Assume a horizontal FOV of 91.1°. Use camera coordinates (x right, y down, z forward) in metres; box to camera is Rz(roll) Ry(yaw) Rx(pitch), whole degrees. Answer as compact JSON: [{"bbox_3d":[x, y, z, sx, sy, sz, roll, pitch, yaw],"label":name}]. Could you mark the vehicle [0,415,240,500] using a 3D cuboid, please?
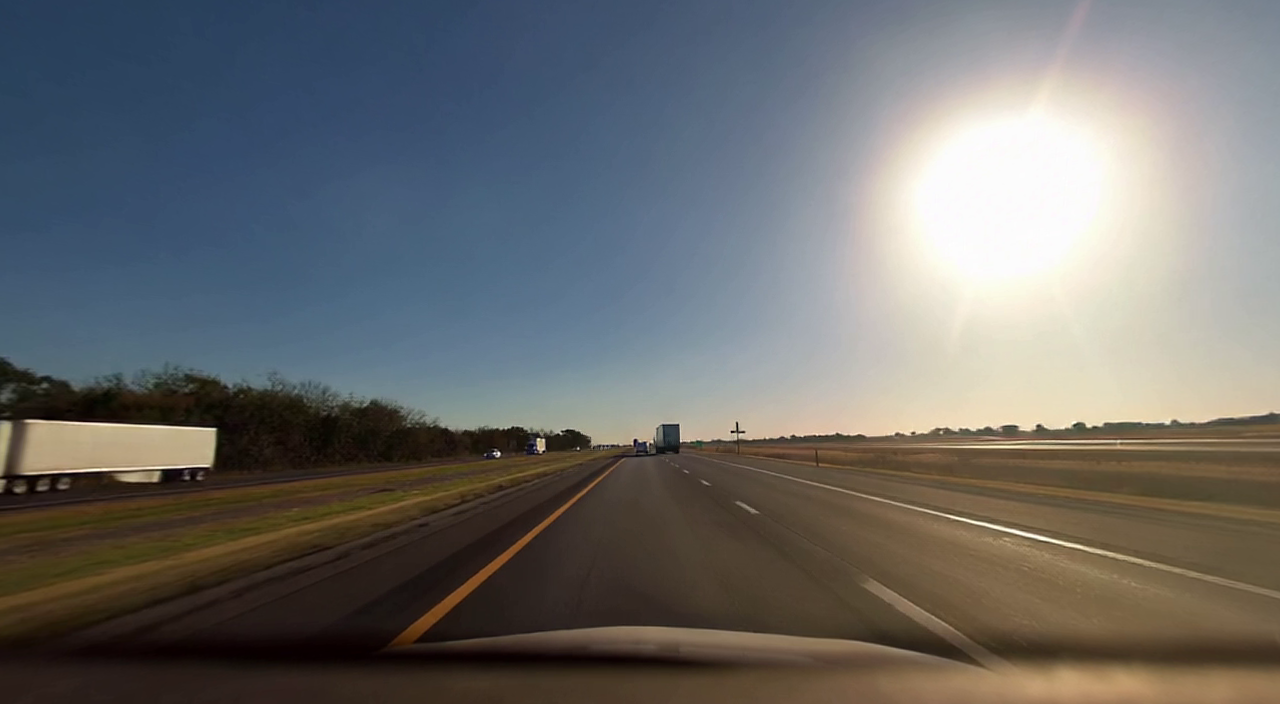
[{"bbox_3d":[-32.493,6.512,39.947,2.933,4.229,16.545,0,-8,1],"label":"vehicle"}]
